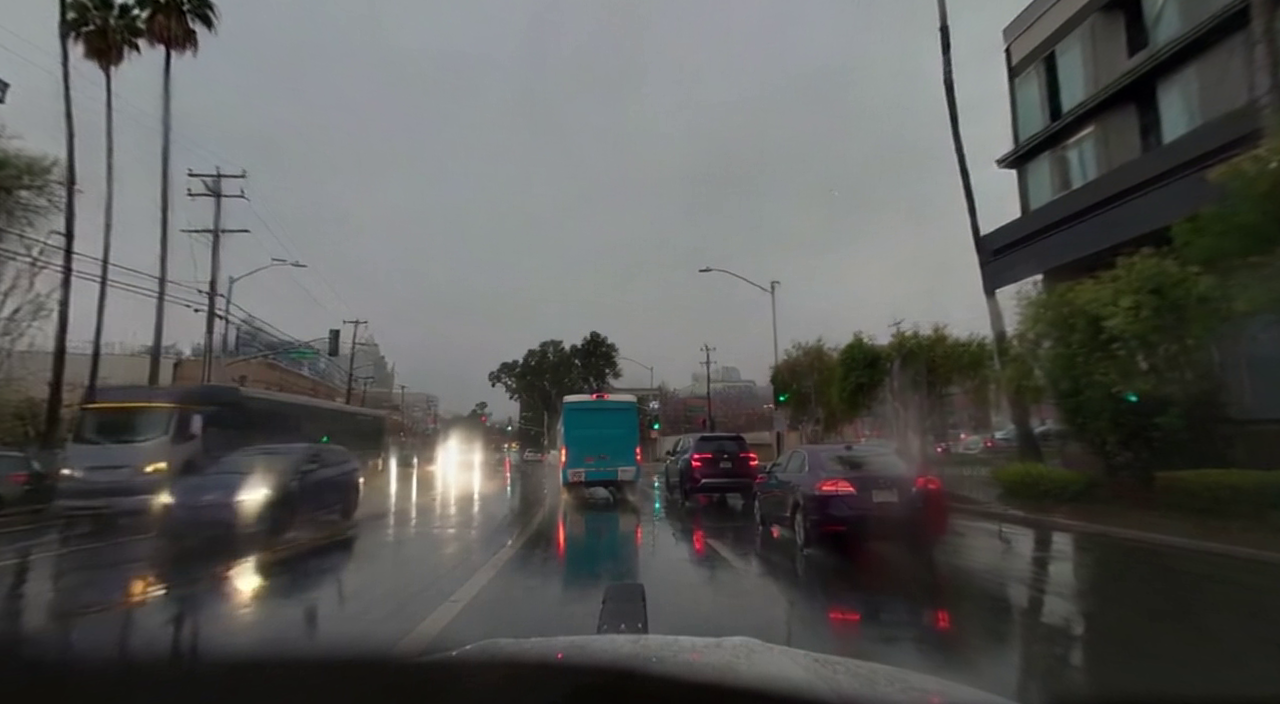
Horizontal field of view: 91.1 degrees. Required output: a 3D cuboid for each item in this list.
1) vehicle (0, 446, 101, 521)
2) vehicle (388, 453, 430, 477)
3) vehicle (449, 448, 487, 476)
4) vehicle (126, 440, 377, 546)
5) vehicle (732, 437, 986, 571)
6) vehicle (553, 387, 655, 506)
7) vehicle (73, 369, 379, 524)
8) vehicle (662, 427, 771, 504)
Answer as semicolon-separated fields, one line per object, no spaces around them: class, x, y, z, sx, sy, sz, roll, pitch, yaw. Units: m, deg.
vehicle;-15.610;3.097;14.904;1.965;1.679;4.455;1;-8;-6
vehicle;-15.999;7.833;43.682;1.975;1.503;4.533;1;-9;-11
vehicle;-11.230;7.160;41.168;2.058;1.730;4.466;2;-9;-12
vehicle;-6.755;2.446;11.632;2.170;1.555;4.187;0;-9;-4
vehicle;2.873;2.100;9.604;1.978;1.507;4.636;0;-9;-3
vehicle;-1.253;2.794;18.705;2.517;2.926;6.177;1;-9;-7
vehicle;-11.593;2.936;19.780;2.996;3.432;11.265;1;-8;-6
vehicle;2.066;3.312;18.868;2.157;1.944;5.423;1;-9;-5
